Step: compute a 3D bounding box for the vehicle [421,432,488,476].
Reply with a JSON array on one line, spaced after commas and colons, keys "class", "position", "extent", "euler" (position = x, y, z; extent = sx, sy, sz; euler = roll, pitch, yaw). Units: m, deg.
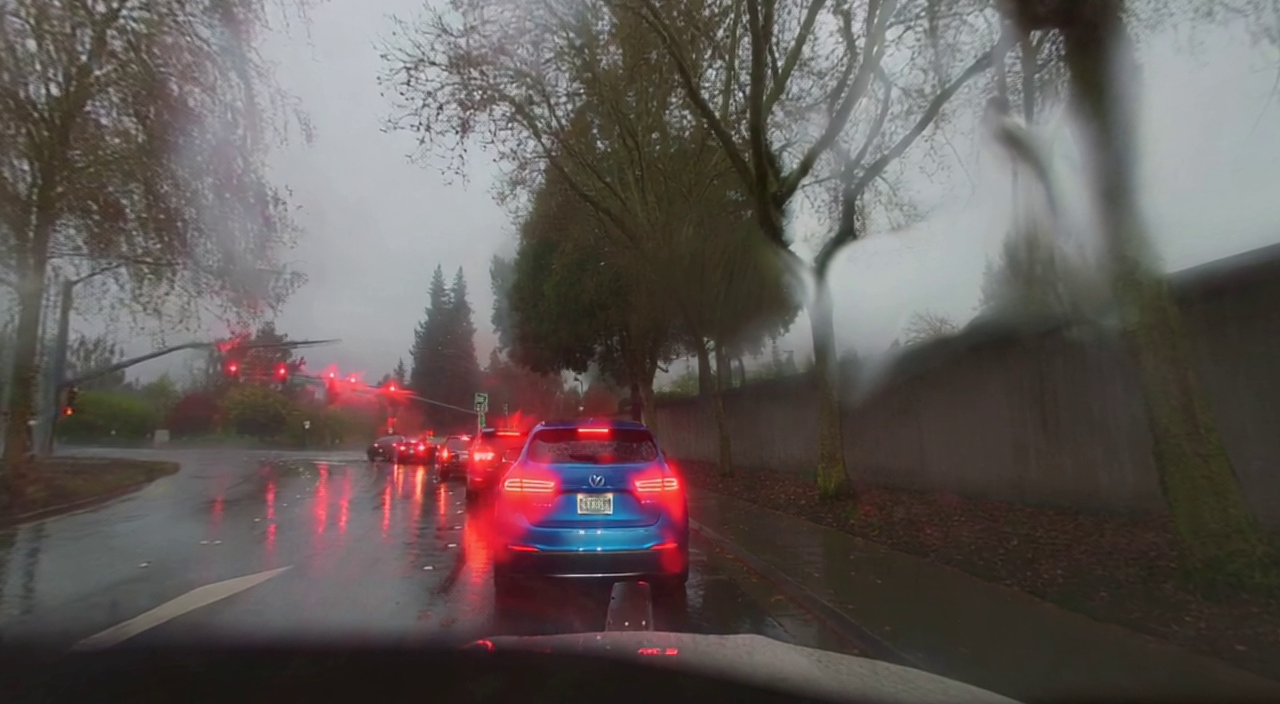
[{"class": "vehicle", "position": [-7.295, 3.924, 24.490], "extent": [1.902, 1.536, 3.662], "euler": [4, -9, -25]}]

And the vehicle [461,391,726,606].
[{"class": "vehicle", "position": [-0.683, 1.459, 7.197], "extent": [2.134, 1.671, 4.147], "euler": [1, -8, -10]}]
